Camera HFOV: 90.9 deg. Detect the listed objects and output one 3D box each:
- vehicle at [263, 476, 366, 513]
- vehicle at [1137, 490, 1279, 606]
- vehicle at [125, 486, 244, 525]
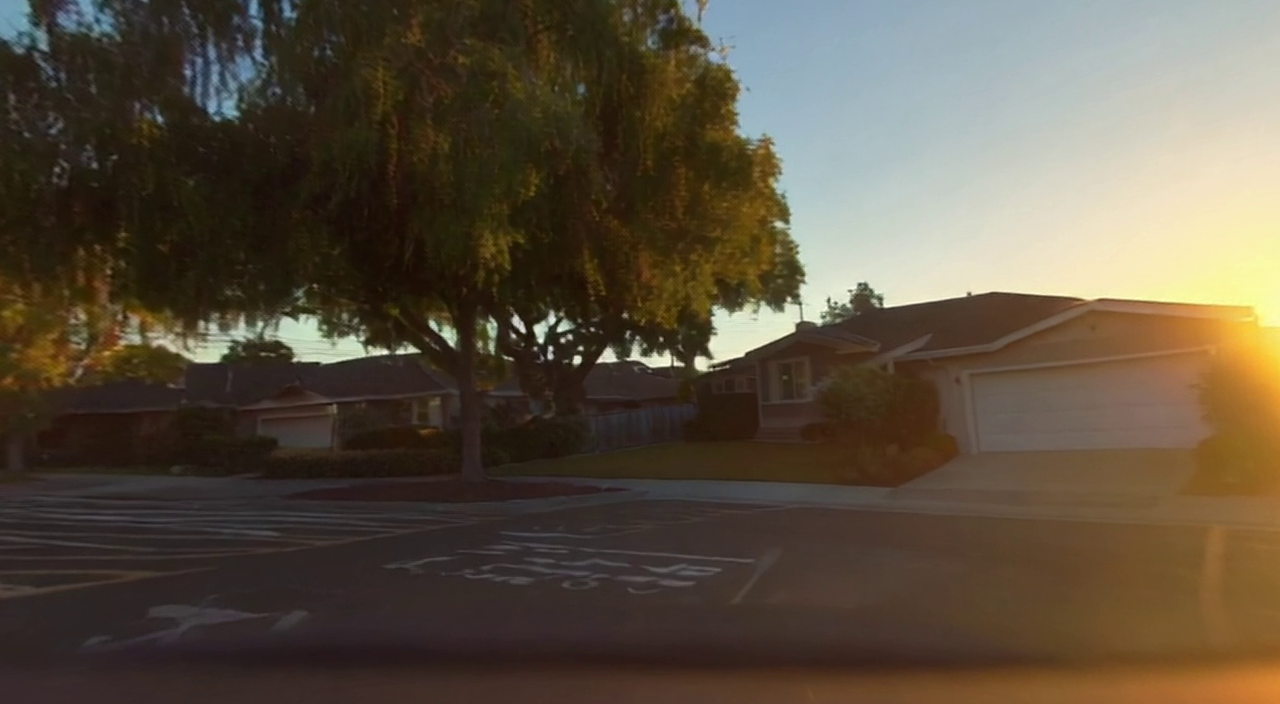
[{"bbox_3d":[-17.181,7.597,33.522,2.019,1.697,4.310,-2,-14,25],"label":"vehicle"},{"bbox_3d":[11.303,3.518,11.874,1.860,1.477,4.629,-5,-9,24],"label":"vehicle"},{"bbox_3d":[-21.420,7.168,29.725,4.315,1.435,1.804,7,-10,-38],"label":"vehicle"}]
